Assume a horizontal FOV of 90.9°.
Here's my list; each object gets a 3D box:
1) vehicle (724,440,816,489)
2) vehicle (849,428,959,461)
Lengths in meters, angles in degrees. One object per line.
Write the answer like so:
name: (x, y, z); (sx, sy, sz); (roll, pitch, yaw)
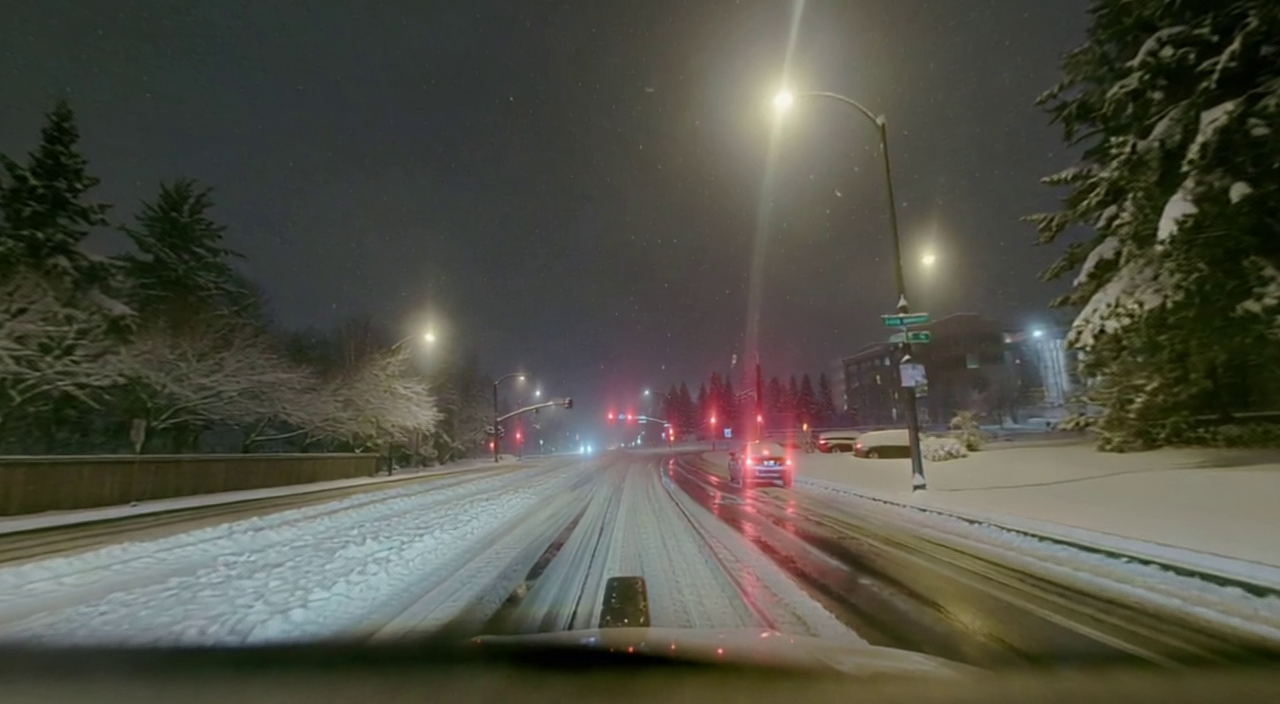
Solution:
vehicle: (4.180, 3.721, 21.155); (2.006, 1.448, 4.671); (0, -9, -1)
vehicle: (12.130, 4.282, 29.127); (4.227, 1.451, 1.874); (0, -8, 1)
